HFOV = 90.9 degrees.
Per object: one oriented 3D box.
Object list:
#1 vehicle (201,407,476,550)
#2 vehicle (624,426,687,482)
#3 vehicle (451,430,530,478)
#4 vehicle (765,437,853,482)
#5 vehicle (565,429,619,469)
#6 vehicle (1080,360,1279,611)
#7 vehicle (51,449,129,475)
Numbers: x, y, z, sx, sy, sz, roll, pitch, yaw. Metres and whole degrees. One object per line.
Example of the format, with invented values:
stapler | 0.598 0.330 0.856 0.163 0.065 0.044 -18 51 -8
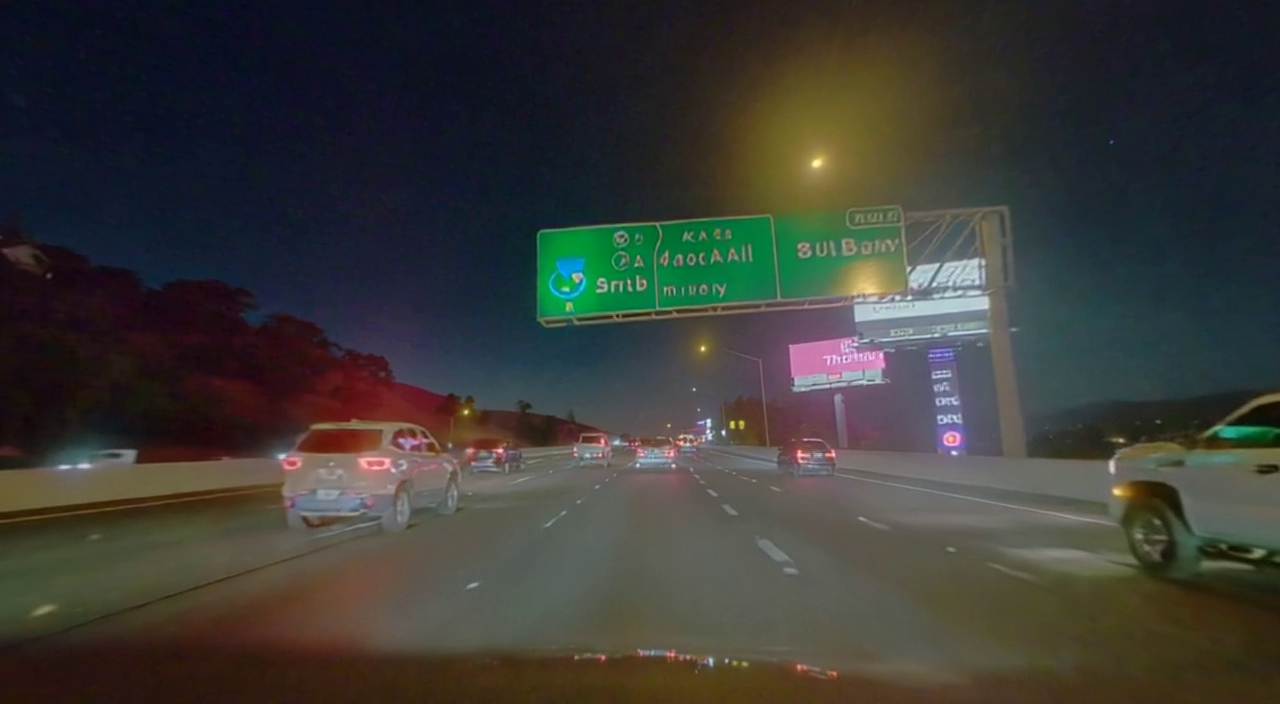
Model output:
vehicle | -4.492 1.974 10.590 2.160 1.799 5.001 0 -8 0
vehicle | 0.571 3.640 22.640 2.052 1.808 3.898 -1 -8 2
vehicle | -6.094 4.212 26.307 2.036 1.813 4.564 -1 -8 2
vehicle | 6.031 3.874 23.111 1.998 1.456 4.338 0 -8 0
vehicle | -2.492 5.256 34.343 2.316 1.999 5.765 -1 -8 2
vehicle | 5.812 0.945 4.400 2.029 1.859 4.669 0 -8 -1
vehicle | -36.246 7.231 41.672 1.736 1.482 3.649 -3 -8 3
